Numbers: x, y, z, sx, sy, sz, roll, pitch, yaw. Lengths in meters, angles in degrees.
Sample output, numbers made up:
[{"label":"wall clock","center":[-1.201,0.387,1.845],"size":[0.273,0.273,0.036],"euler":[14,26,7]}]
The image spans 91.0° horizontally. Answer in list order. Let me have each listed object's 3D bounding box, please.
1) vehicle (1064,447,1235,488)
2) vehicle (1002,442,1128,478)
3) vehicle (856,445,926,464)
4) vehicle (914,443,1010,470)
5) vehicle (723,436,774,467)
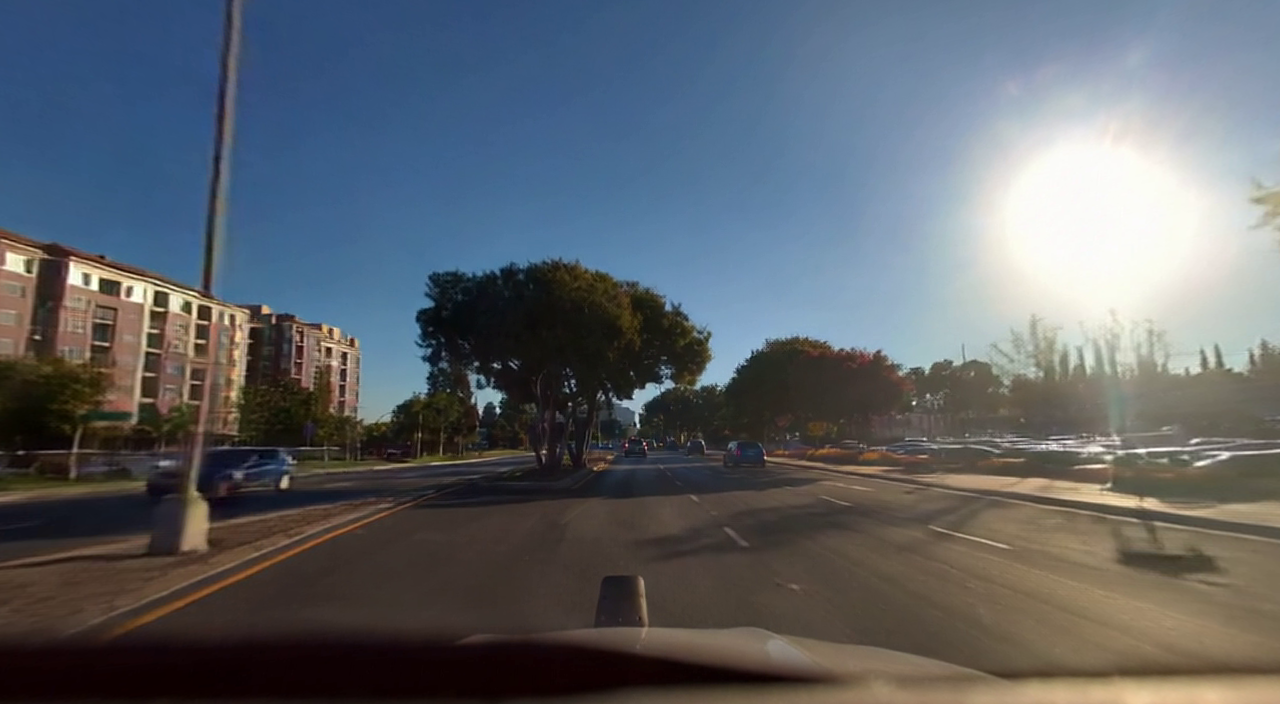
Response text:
[{"label":"vehicle","center":[19.058,4.327,23.723],"size":[4.683,1.462,1.995],"euler":[0,-9,1]},{"label":"vehicle","center":[20.041,5.115,29.833],"size":[4.485,1.608,1.955],"euler":[0,-9,0]},{"label":"vehicle","center":[19.733,8.080,49.634],"size":[4.653,1.438,1.939],"euler":[0,-9,-2]},{"label":"vehicle","center":[19.163,6.223,37.632],"size":[4.644,1.552,1.980],"euler":[0,-9,4]},{"label":"vehicle","center":[6.581,6.126,38.789],"size":[2.136,1.799,4.796],"euler":[0,-9,-2]}]
